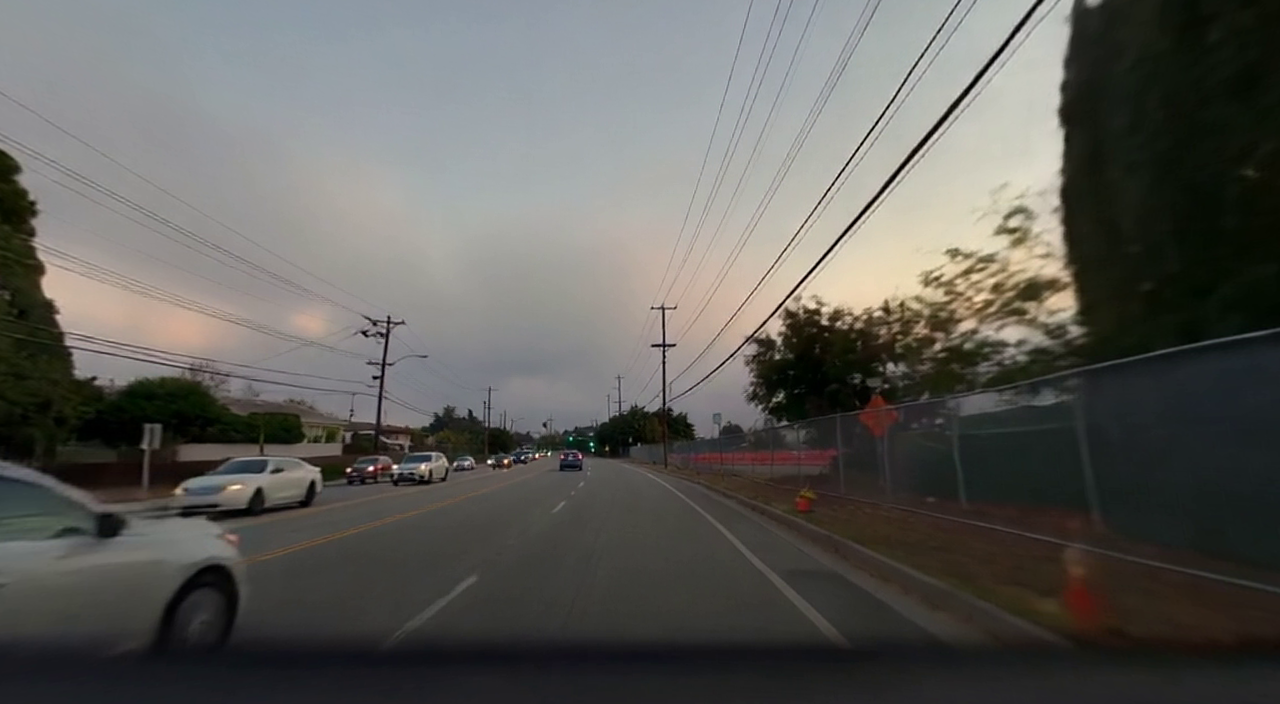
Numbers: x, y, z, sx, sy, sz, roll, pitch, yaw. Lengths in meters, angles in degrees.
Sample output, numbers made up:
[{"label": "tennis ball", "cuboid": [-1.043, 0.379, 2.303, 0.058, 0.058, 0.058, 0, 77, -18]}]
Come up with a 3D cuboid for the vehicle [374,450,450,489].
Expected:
[{"label": "vehicle", "cuboid": [-10.744, 5.545, 30.079, 2.043, 1.654, 4.642, 1, -9, -2]}]

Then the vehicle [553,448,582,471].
[{"label": "vehicle", "cuboid": [-5.319, 7.940, 46.691, 1.992, 1.515, 4.289, 1, -9, -5]}]

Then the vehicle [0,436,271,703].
[{"label": "vehicle", "cuboid": [-3.669, 1.025, 2.185, 2.020, 1.489, 4.469, 1, -9, 0]}]

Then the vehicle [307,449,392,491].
[{"label": "vehicle", "cuboid": [-14.831, 6.018, 32.502, 2.165, 1.907, 5.062, 1, -9, -3]}]
